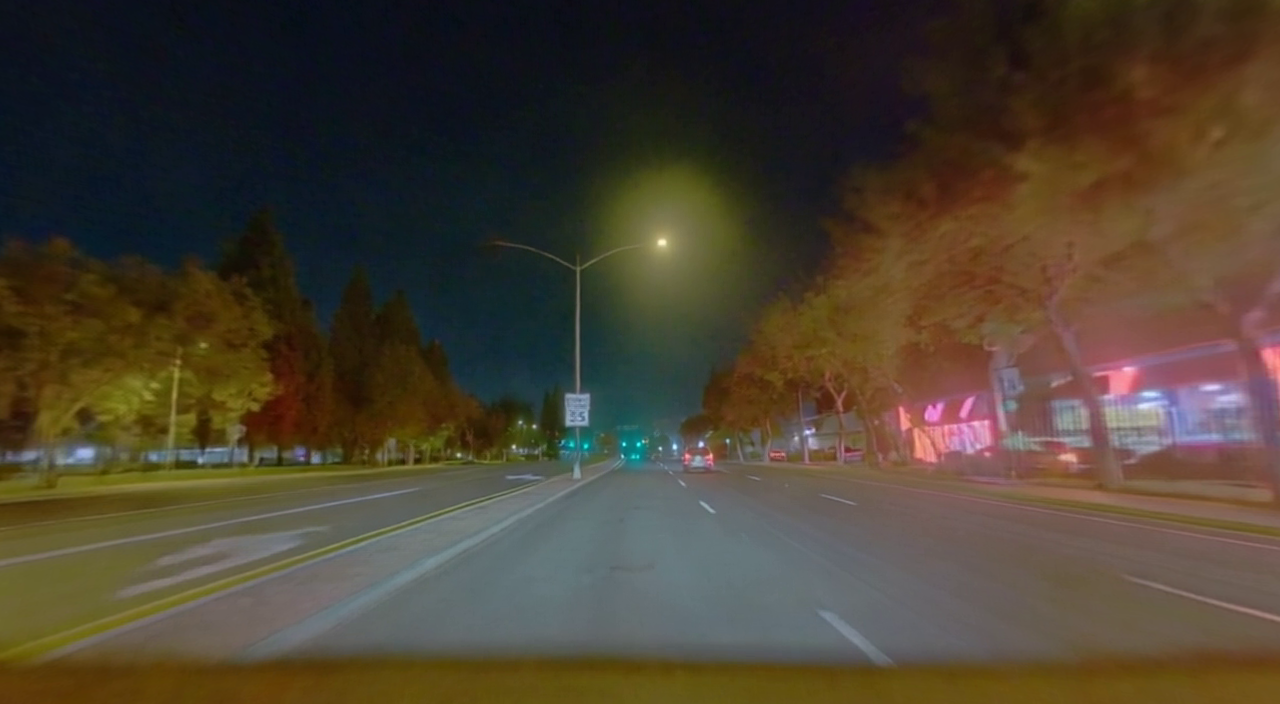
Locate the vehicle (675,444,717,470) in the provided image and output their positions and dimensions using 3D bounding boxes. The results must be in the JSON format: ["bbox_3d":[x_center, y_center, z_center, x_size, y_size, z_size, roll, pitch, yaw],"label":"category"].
[{"bbox_3d":[3.359,6.412,38.679,2.015,1.479,4.444,0,-9,-2],"label":"vehicle"}]
